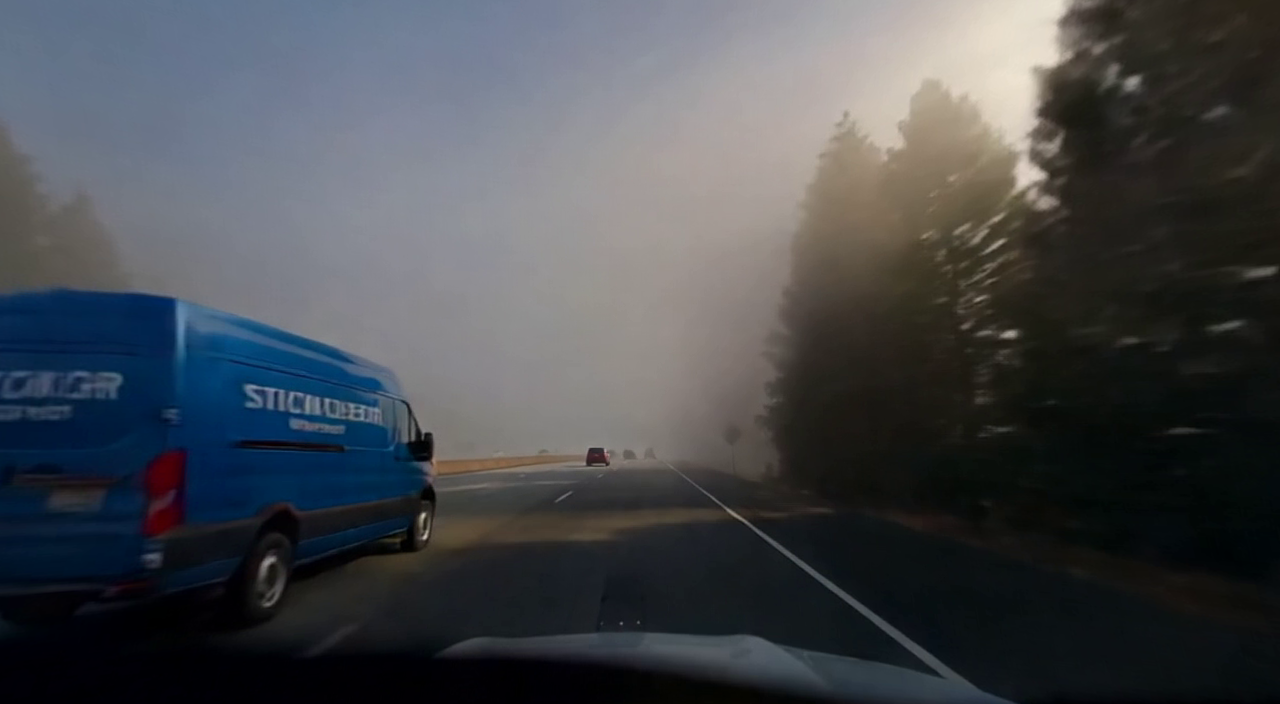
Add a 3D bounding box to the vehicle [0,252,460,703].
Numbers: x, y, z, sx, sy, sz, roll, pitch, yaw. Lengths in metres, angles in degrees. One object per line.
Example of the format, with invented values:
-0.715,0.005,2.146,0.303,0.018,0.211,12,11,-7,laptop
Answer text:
-3.627,1.040,5.712,2.360,2.367,5.223,0,-8,1,vehicle
